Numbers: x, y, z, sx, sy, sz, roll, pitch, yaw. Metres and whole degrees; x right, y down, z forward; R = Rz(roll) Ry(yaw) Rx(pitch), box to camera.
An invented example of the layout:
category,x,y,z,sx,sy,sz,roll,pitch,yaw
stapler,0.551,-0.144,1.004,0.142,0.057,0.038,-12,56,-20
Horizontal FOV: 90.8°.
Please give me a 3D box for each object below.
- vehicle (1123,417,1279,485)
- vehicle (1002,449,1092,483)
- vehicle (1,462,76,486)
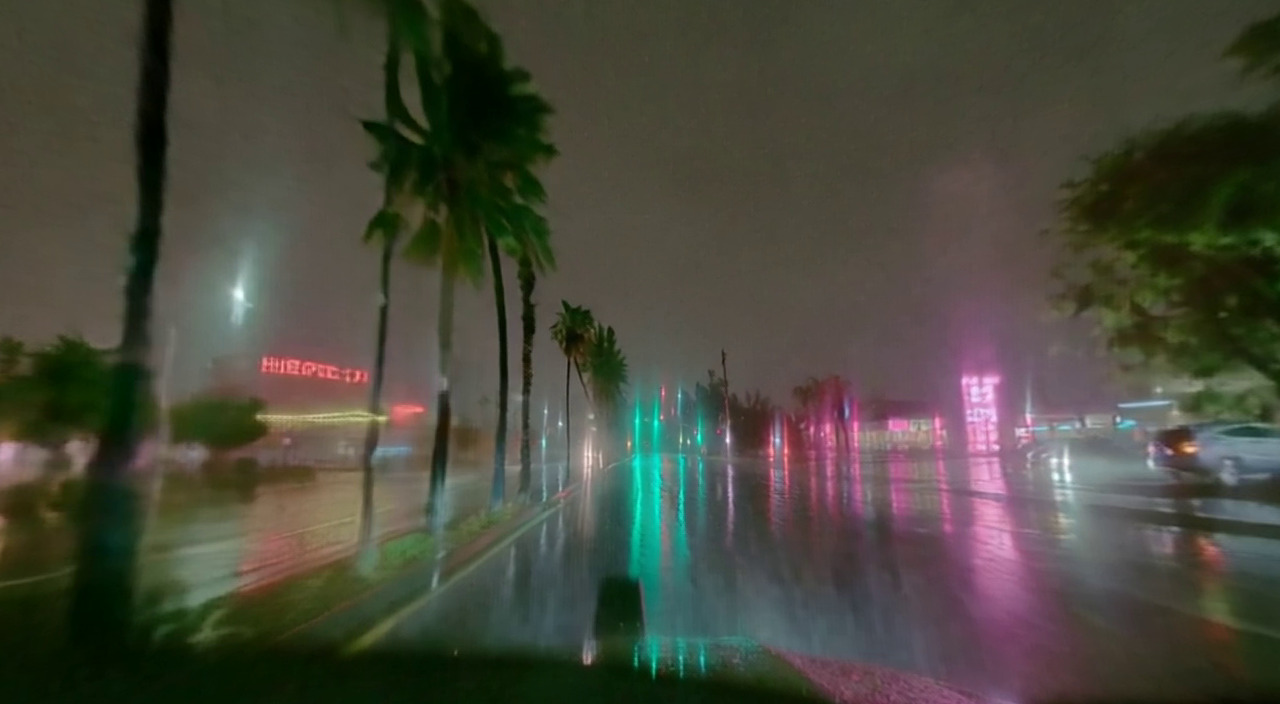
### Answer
category,x,y,z,sx,sy,sz,roll,pitch,yaw
vehicle,21.307,3.436,22.064,6.489,2.179,2.882,0,-9,-1
vehicle,22.444,6.279,35.075,1.996,1.683,4.379,0,-8,-1
vehicle,-42.176,8.511,44.294,4.558,1.473,2.088,-4,-9,24
